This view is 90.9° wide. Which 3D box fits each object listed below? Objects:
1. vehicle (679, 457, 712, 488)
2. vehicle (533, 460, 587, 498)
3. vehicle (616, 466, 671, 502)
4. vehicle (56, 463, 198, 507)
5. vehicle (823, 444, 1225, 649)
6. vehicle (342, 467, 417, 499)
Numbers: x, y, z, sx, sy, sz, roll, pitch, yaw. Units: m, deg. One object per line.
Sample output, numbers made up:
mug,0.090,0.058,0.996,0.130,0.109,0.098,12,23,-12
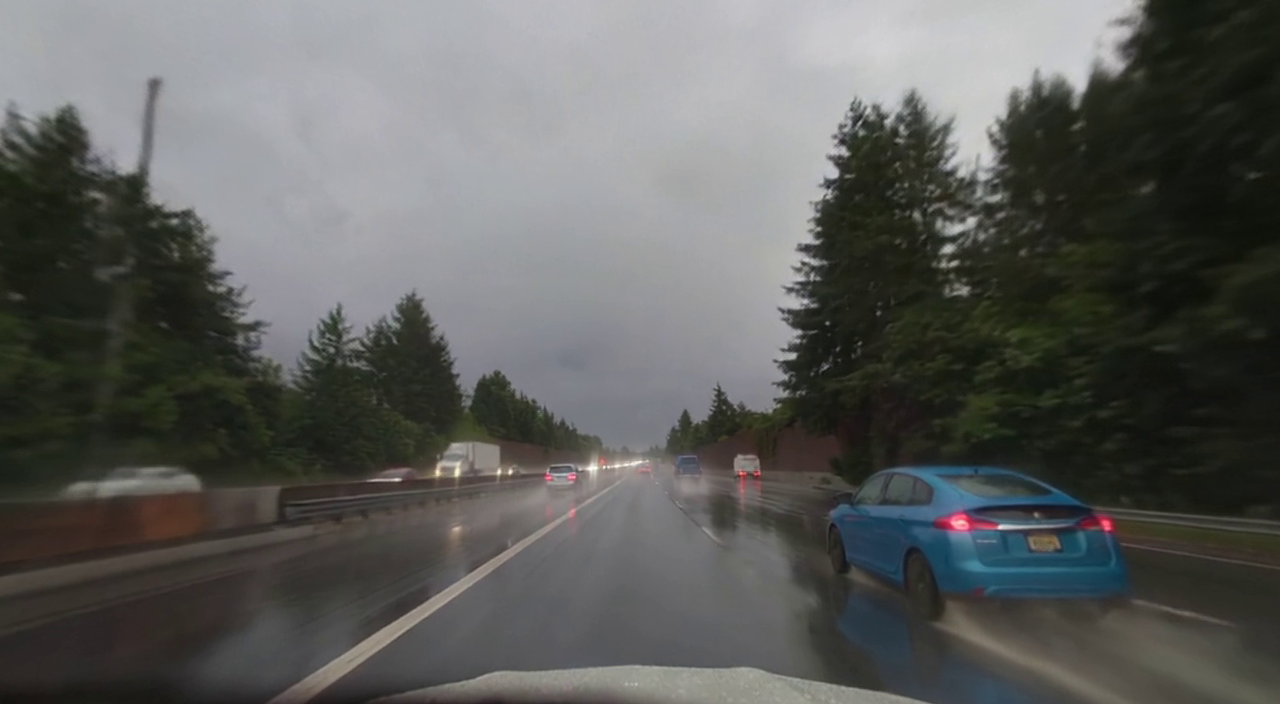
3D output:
vehicle,4.116,8.986,47.082,2.030,2.172,3.621,1,-10,-1
vehicle,-3.871,6.277,31.353,2.021,1.706,4.247,1,-10,1
vehicle,0.143,5.832,28.007,2.241,1.425,3.973,1,-10,0
vehicle,-20.060,5.208,24.926,1.916,1.548,4.320,1,-10,0
vehicle,3.586,1.881,6.915,1.938,1.561,3.786,1,-10,-1
vehicle,-13.771,6.944,33.646,1.960,1.494,4.650,1,-10,1
